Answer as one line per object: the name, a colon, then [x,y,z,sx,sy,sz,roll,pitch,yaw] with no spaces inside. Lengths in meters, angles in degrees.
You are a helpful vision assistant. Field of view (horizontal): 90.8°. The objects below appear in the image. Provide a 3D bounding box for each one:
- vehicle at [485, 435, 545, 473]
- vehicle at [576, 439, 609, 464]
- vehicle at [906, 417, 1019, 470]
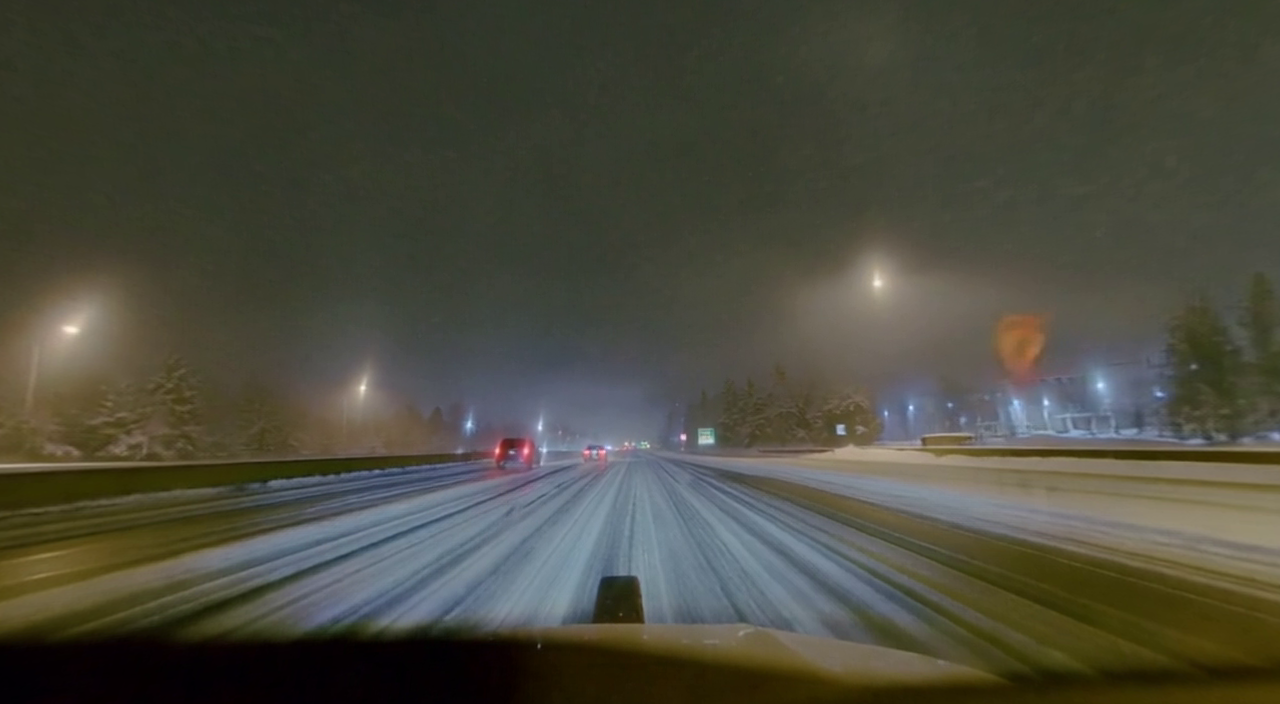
vehicle: [-6.329,5.219,32.464,2.015,1.762,4.790,0,-8,1]
vehicle: [-3.344,7.072,45.106,2.027,1.697,4.307,0,-8,1]
vehicle: [19.677,5.705,39.133,2.873,2.907,6.459,2,-9,-8]
